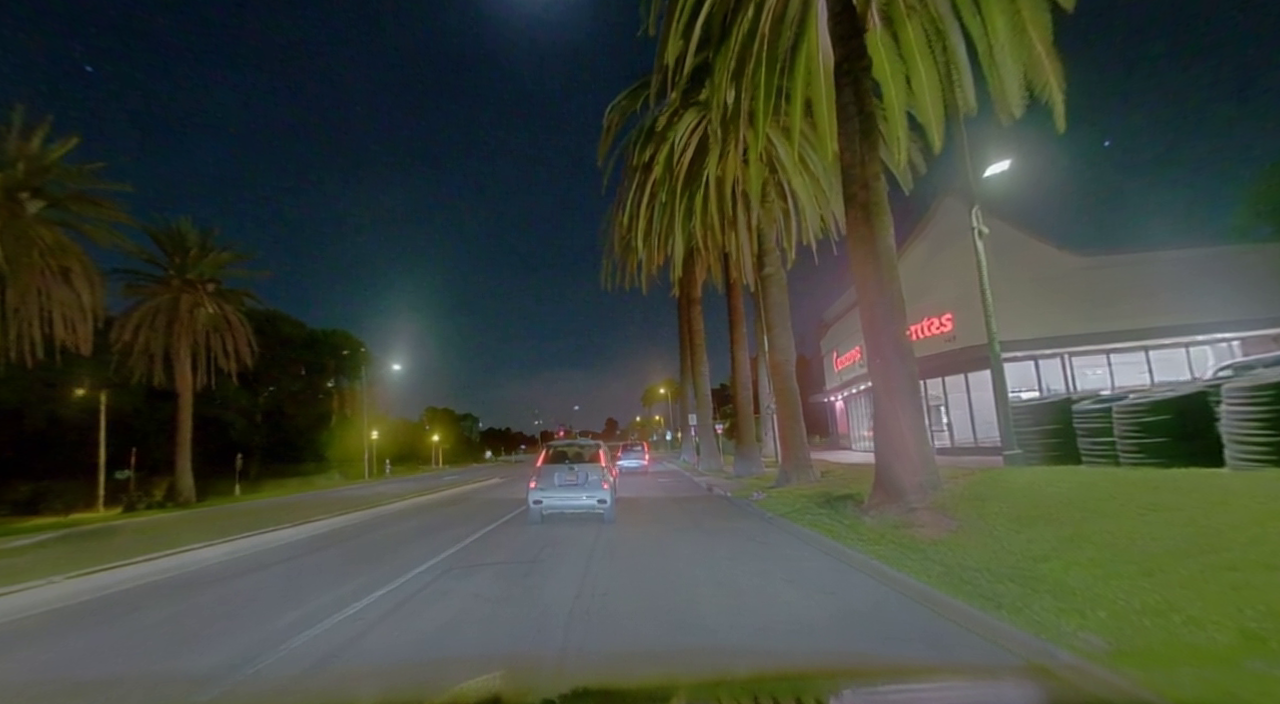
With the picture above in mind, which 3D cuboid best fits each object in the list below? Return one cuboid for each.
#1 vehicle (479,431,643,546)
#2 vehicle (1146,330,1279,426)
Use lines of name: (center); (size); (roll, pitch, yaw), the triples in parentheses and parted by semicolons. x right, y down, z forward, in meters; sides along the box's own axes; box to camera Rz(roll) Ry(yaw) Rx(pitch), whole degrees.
vehicle: (-1.102, 2.116, 10.466); (2.169, 1.495, 4.048); (0, -8, -2)
vehicle: (13.322, 0.550, 12.968); (1.854, 1.693, 4.798); (-1, -9, 0)
